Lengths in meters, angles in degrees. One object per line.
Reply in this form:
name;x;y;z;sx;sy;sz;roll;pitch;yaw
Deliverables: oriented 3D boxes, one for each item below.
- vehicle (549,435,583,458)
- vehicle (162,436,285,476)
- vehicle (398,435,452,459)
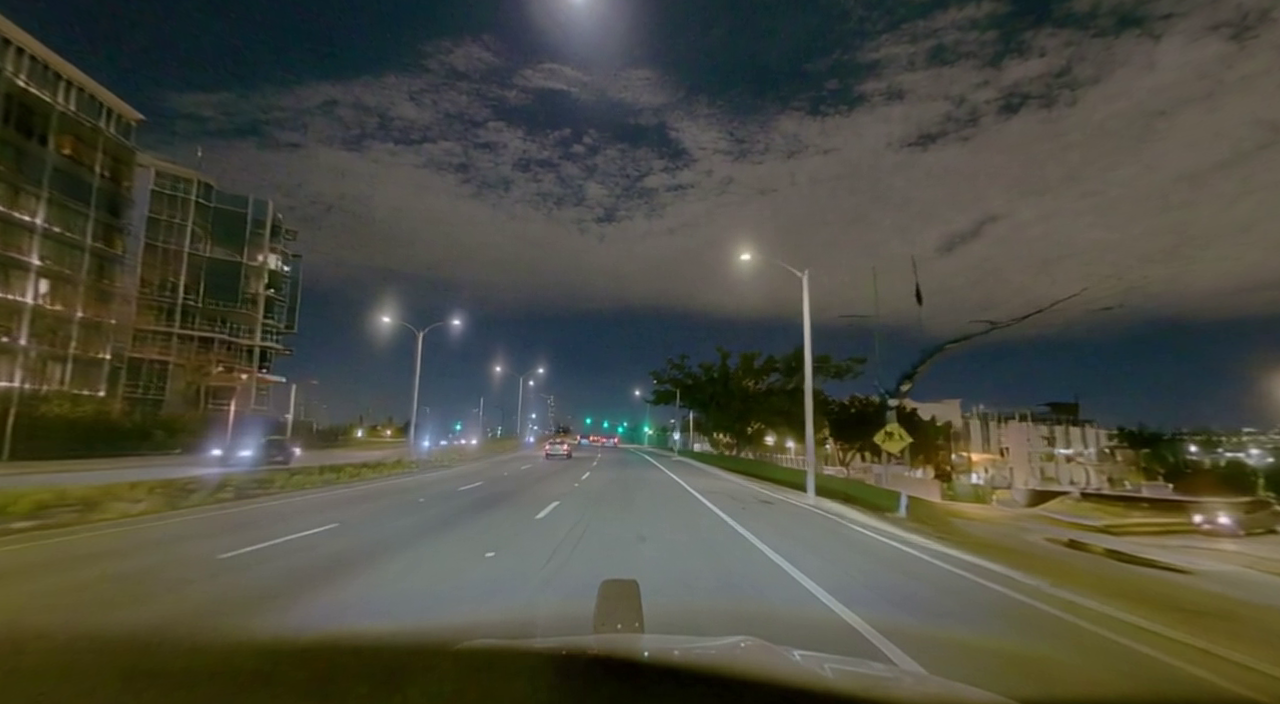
vehicle;-5.183;6.707;44.846;2.025;1.474;4.292;0;-8;-2
vehicle;-17.926;4.488;27.509;2.079;1.560;4.702;0;-8;1
vehicle;-14.676;6.519;43.406;1.998;1.488;4.577;0;-8;1
